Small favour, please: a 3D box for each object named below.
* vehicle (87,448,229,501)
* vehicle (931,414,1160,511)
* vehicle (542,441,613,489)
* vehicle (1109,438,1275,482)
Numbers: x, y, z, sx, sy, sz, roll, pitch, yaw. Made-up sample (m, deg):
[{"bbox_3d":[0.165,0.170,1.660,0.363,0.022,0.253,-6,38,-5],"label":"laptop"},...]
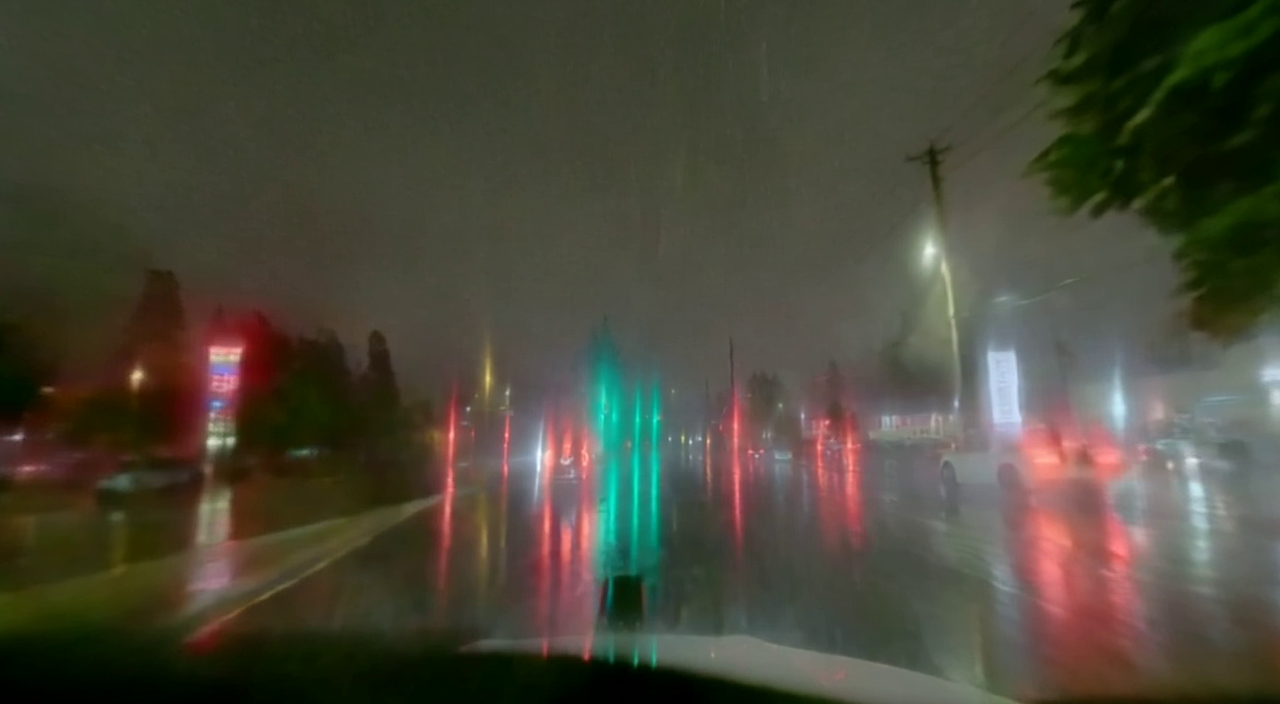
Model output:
[{"bbox_3d":[-18.909,4.770,25.140,2.027,1.831,4.644,0,-8,-1],"label":"vehicle"},{"bbox_3d":[10.350,2.873,16.971,2.266,2.118,5.742,0,-8,-1],"label":"vehicle"},{"bbox_3d":[-2.041,3.778,21.518,2.185,1.473,3.925,0,-8,-4],"label":"vehicle"},{"bbox_3d":[19.616,3.825,22.763,4.212,1.436,1.919,-6,-10,34],"label":"vehicle"}]
